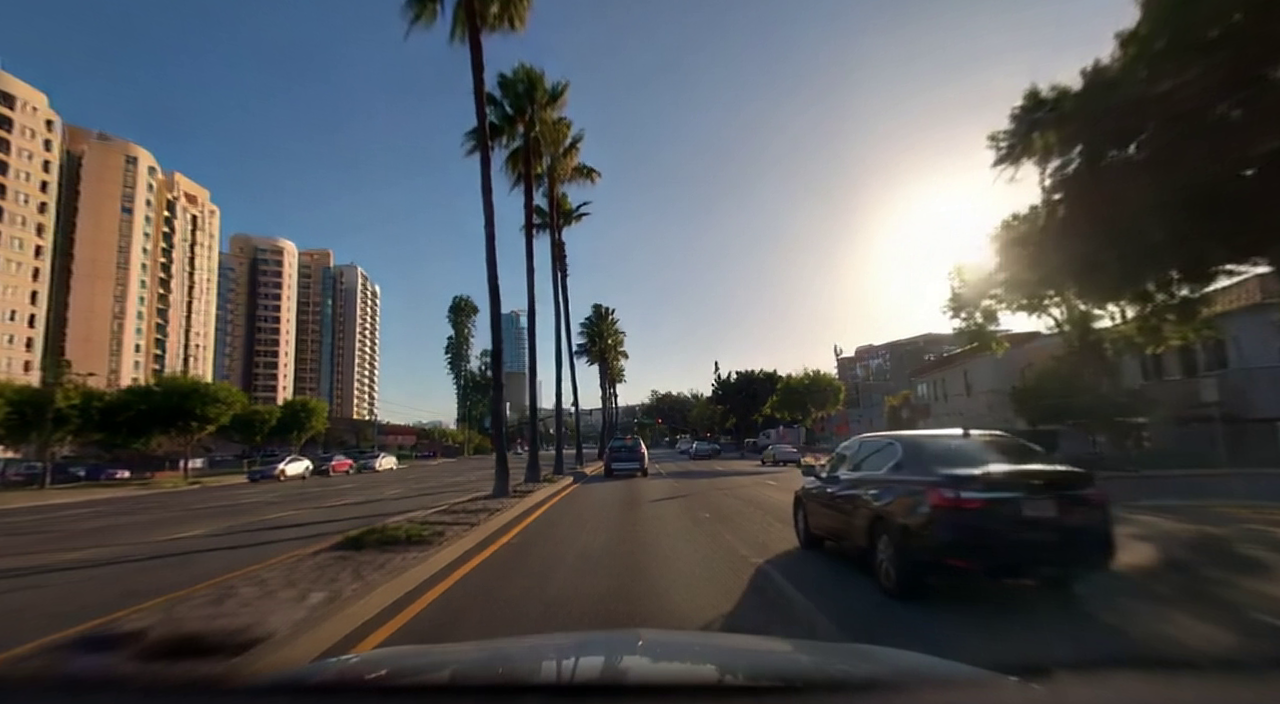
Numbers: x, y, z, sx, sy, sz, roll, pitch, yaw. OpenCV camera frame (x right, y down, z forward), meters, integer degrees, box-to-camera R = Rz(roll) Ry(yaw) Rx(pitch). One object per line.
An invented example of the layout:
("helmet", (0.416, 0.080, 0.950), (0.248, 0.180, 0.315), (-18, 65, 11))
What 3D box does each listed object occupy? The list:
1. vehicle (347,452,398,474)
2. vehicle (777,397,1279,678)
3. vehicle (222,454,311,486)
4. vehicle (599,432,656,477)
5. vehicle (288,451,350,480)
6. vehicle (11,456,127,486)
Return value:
("vehicle", (-19.640, 8.167, 46.424), (1.847, 1.466, 4.530), (0, -8, 0))
("vehicle", (2.979, 1.400, 6.008), (2.195, 1.590, 4.668), (0, -8, -1))
("vehicle", (-19.547, 6.169, 33.161), (1.920, 1.505, 4.351), (0, -8, 1))
("vehicle", (-0.549, 4.412, 27.325), (2.277, 1.816, 4.192), (0, -8, -1))
("vehicle", (-19.783, 6.972, 38.958), (1.753, 1.600, 4.040), (0, -8, -2))
("vehicle", (-30.222, 6.308, 33.402), (4.400, 1.474, 1.732), (0, -9, -1))
